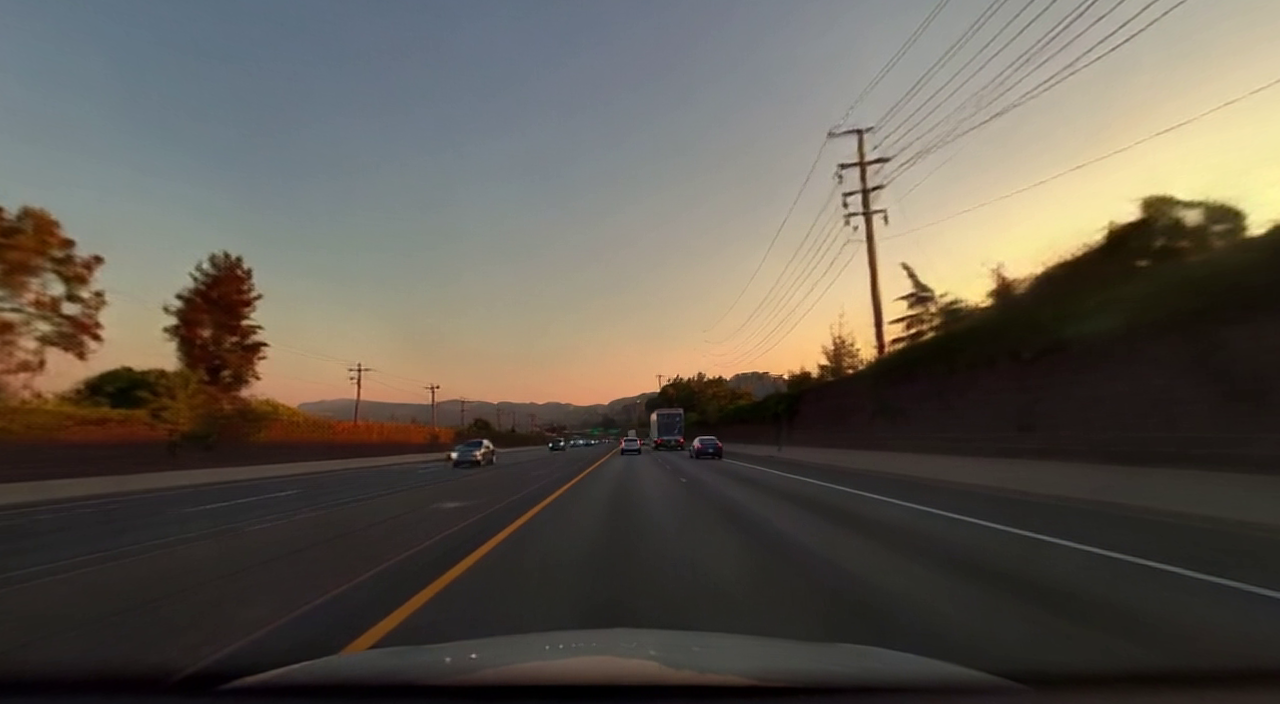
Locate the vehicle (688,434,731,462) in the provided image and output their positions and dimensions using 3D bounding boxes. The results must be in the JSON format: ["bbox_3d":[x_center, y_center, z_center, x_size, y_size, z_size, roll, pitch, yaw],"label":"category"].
[{"bbox_3d":[4.041,5.631,37.294,1.930,1.573,3.853,0,-8,-2],"label":"vehicle"}]

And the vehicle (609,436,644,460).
[{"bbox_3d":[-0.886,6.250,41.397,2.163,1.466,3.693,0,-8,-1],"label":"vehicle"}]

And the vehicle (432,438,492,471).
[{"bbox_3d":[-9.563,5.511,34.283,2.031,1.646,4.303,0,-8,0],"label":"vehicle"}]
